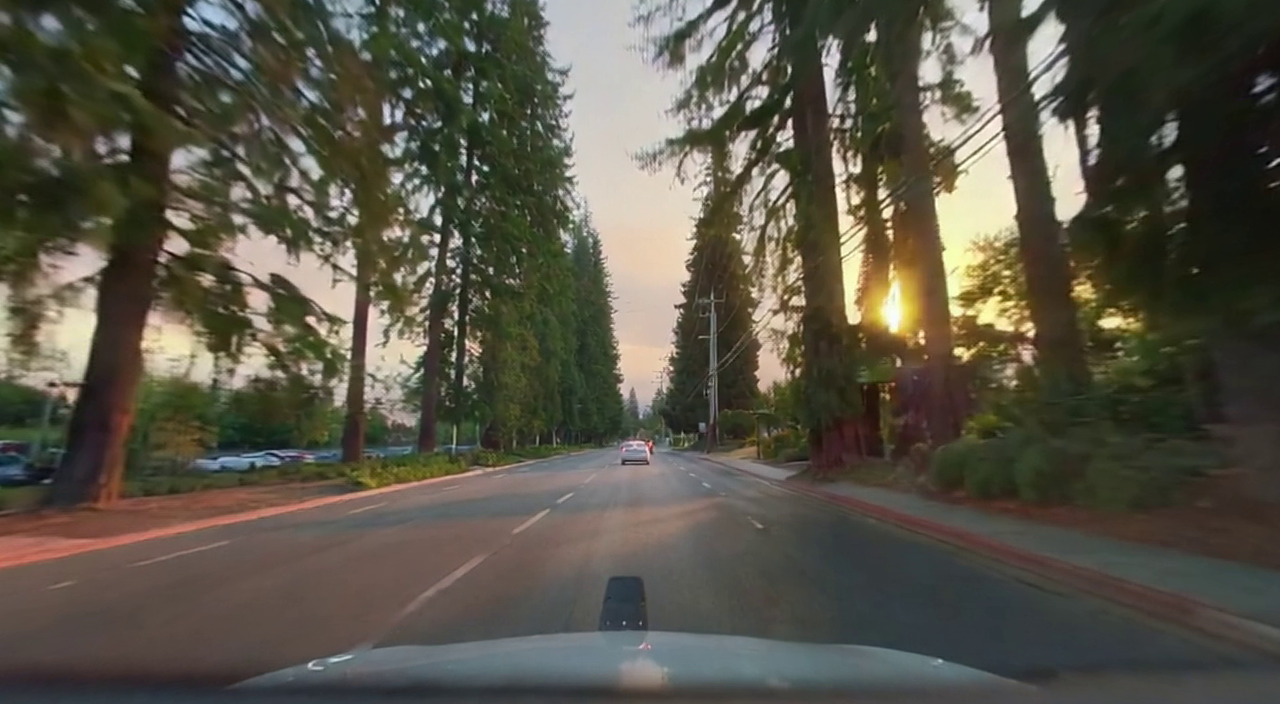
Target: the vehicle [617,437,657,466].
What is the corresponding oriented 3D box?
[{"bbox_3d":[-0.160,5.363,33.968,1.991,1.463,3.988,0,-9,0],"label":"vehicle"}]
